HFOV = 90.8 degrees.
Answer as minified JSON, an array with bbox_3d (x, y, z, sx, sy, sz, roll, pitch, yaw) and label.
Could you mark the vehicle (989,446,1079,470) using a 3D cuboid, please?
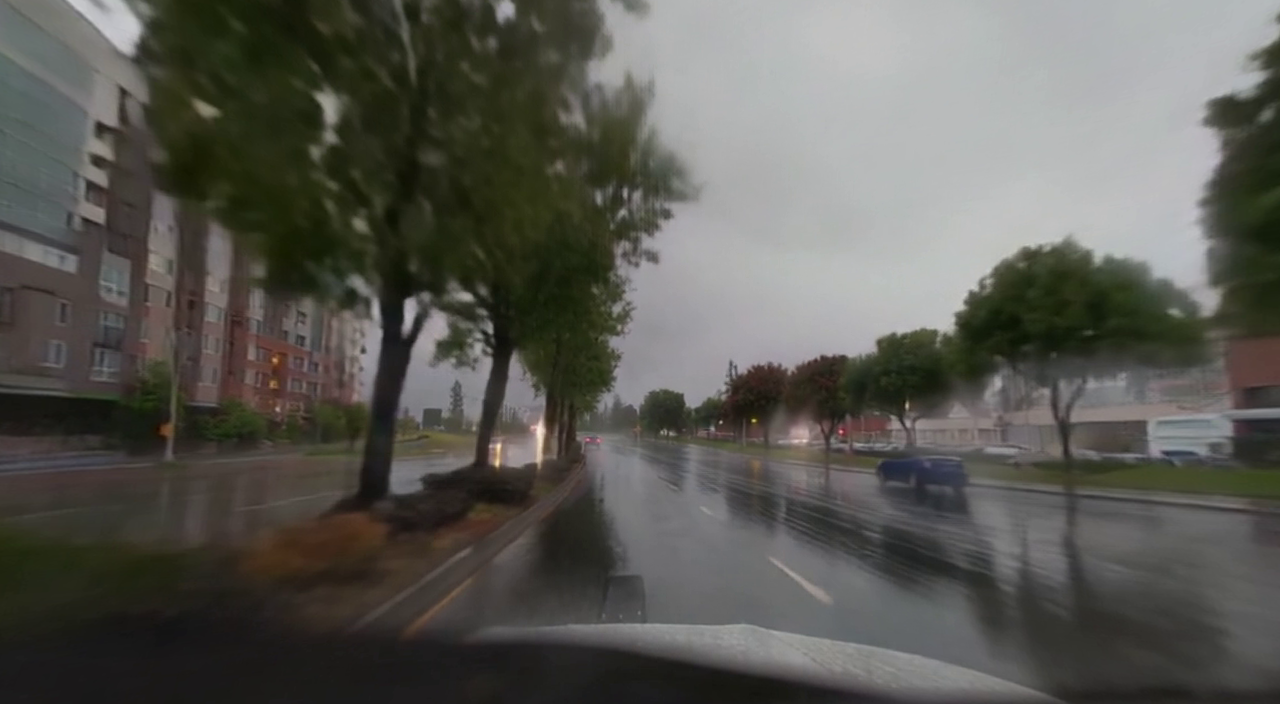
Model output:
[{"bbox_3d":[25.667,6.924,41.280,4.588,1.459,1.939,1,-9,-1],"label":"vehicle"}]
